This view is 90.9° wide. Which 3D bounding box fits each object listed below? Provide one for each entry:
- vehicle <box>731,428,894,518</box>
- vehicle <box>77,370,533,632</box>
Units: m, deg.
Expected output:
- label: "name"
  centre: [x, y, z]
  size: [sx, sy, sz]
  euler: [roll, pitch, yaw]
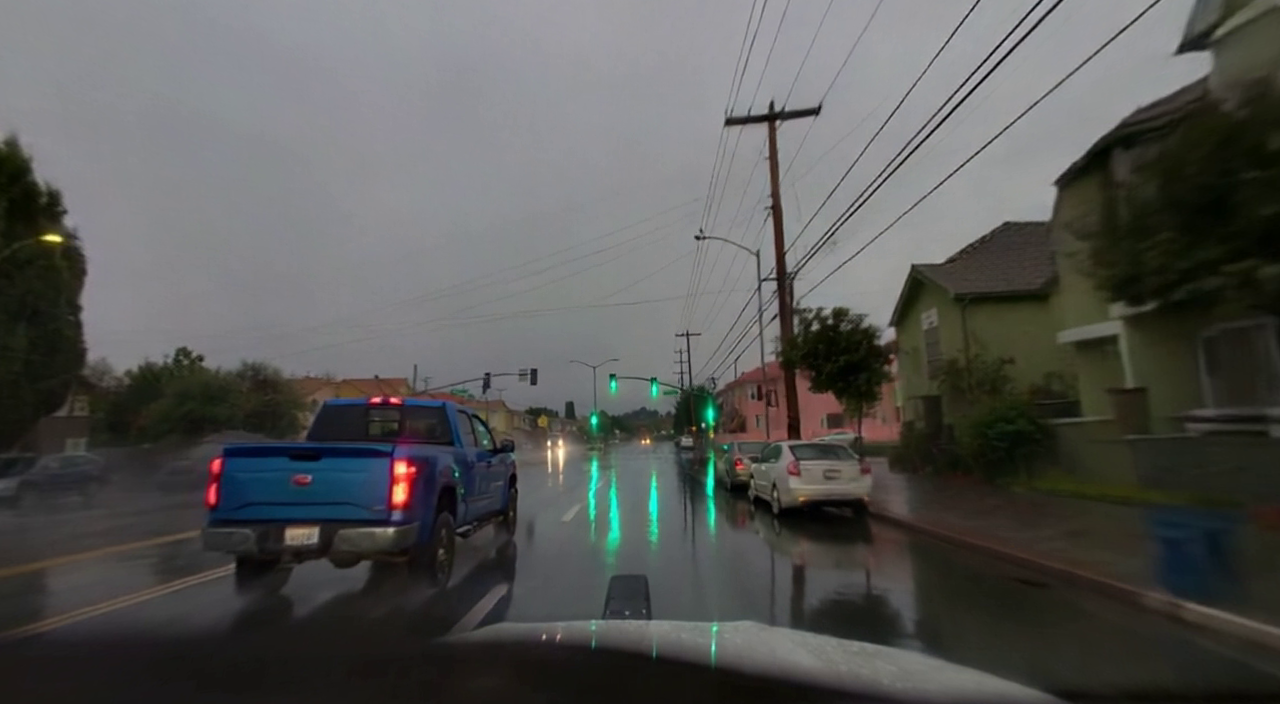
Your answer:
- label: "vehicle"
  centre: [3.240, 2.379, 12.908]
  size: [2.012, 1.491, 4.333]
  euler: [0, -9, -1]
- label: "vehicle"
  centre: [-2.899, 1.477, 7.305]
  size: [2.242, 1.890, 5.306]
  euler: [-1, -9, 1]
